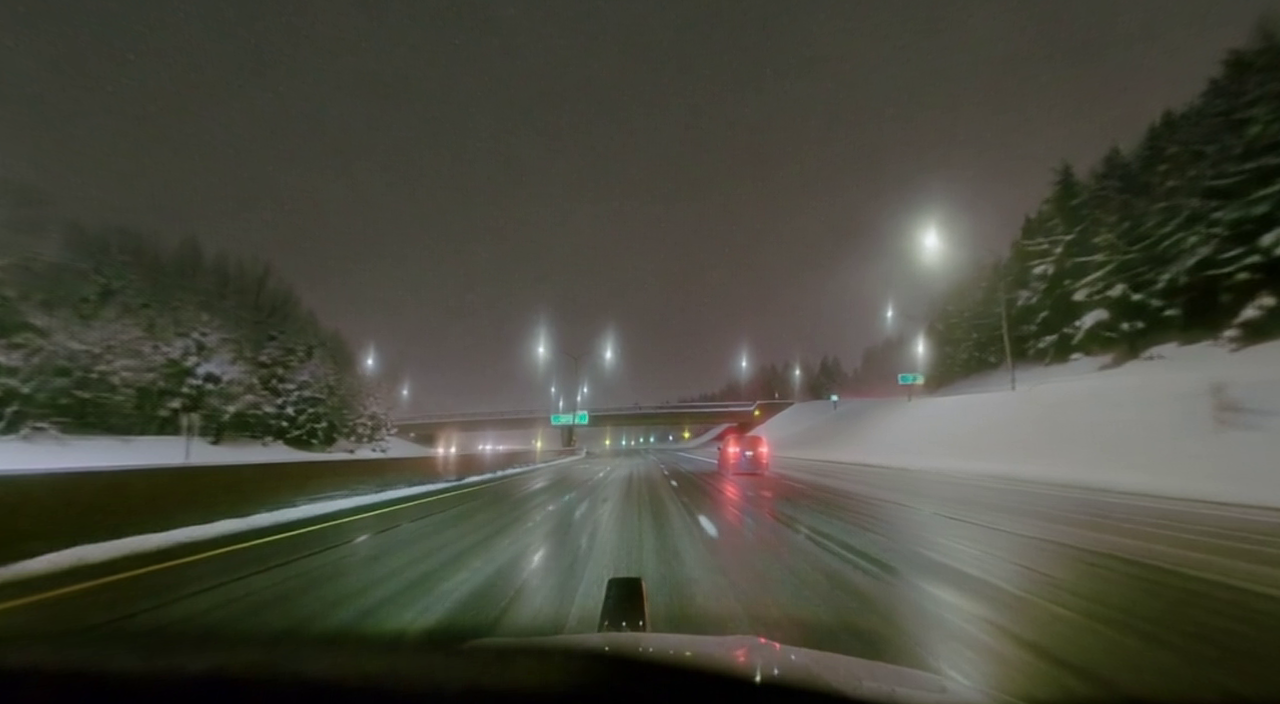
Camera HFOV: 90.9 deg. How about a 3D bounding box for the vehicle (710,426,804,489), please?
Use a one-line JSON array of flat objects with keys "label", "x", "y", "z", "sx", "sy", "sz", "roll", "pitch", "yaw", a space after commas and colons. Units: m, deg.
[{"label": "vehicle", "x": 3.519, "y": 3.287, "z": 19.980, "sx": 2.039, "sy": 1.701, "sz": 4.834, "roll": 0, "pitch": -8, "yaw": 0}]
